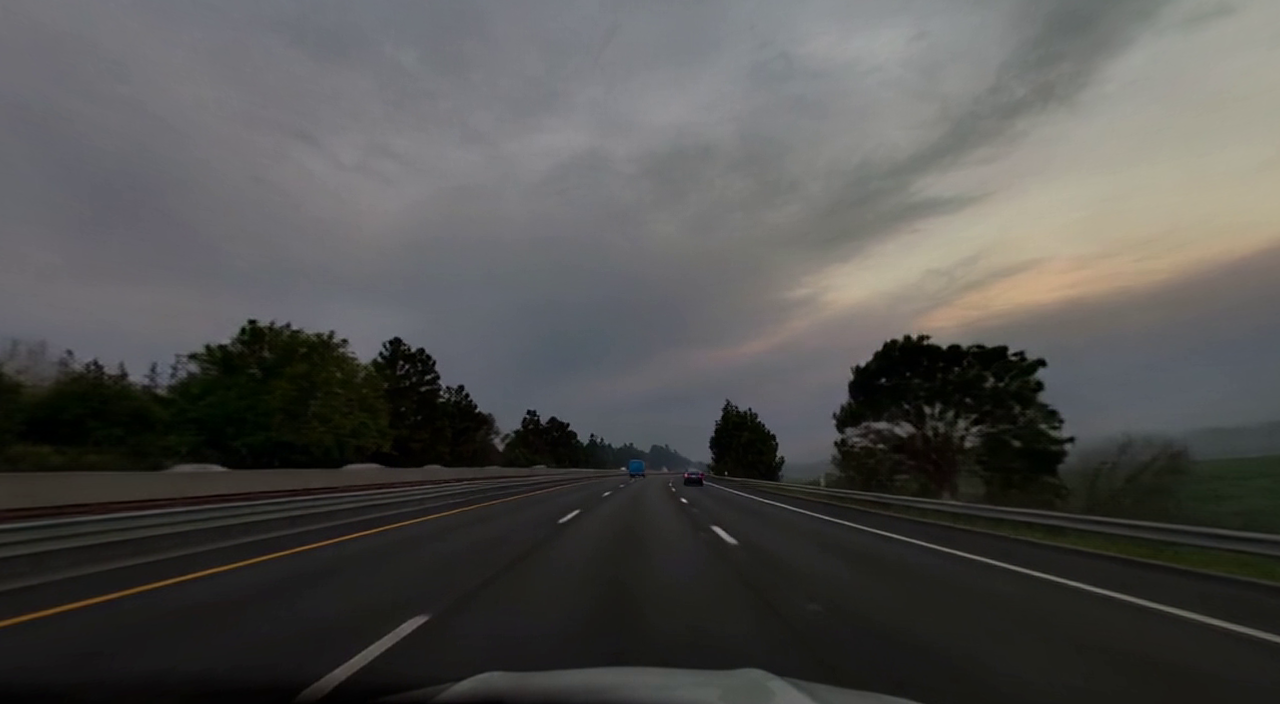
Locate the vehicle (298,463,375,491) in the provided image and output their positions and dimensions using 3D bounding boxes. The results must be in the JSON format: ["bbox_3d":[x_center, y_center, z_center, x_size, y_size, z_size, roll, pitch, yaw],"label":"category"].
[{"bbox_3d":[-16.348,6.751,34.196,1.789,1.368,4.897,1,-10,-1],"label":"vehicle"}]
